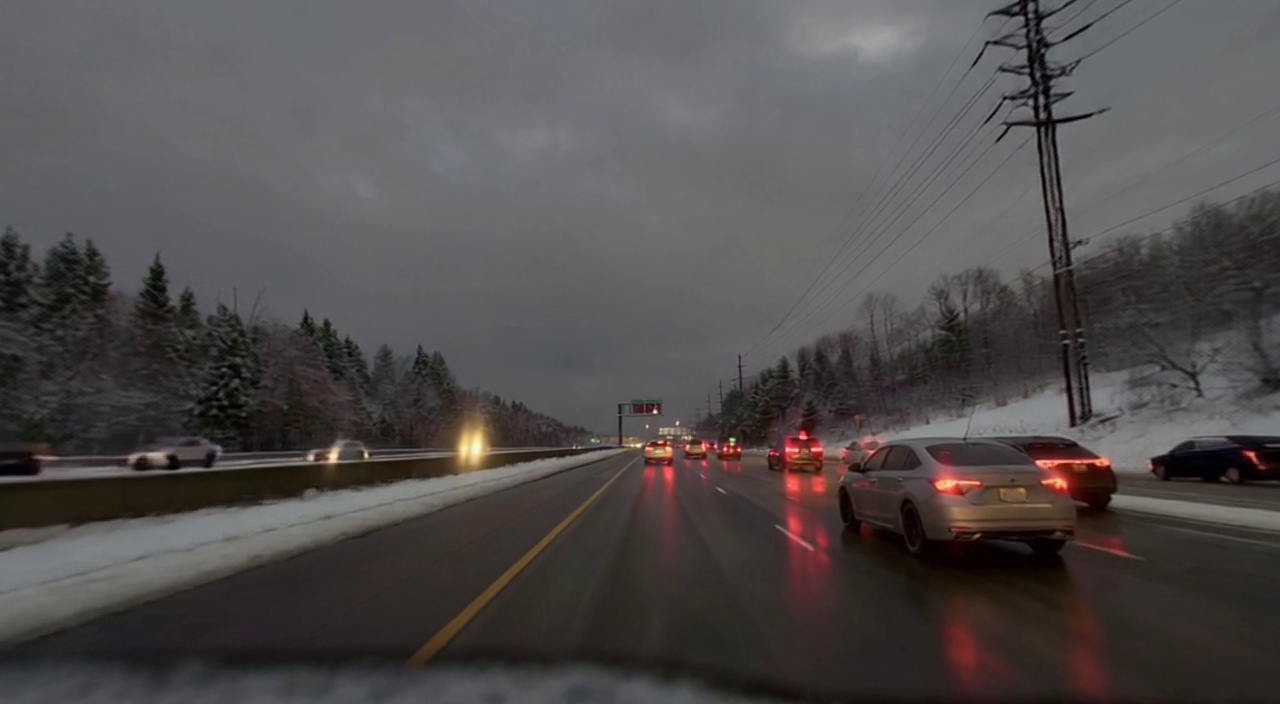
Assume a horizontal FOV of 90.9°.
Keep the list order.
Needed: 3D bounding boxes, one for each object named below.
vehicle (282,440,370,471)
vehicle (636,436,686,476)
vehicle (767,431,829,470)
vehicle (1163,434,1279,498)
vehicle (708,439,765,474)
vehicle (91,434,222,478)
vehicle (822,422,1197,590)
[{"bbox_3d":[-16.407,5.431,33.258,2.041,1.480,4.759,0,-8,2],"label":"vehicle"},{"bbox_3d":[0.896,4.529,27.680,2.042,1.581,3.769,0,-8,1],"label":"vehicle"},{"bbox_3d":[8.078,5.089,32.750,2.041,1.821,4.562,0,-8,0],"label":"vehicle"},{"bbox_3d":[15.919,2.804,15.705,1.841,1.471,4.606,0,-8,0],"label":"vehicle"},{"bbox_3d":[4.264,4.694,28.574,1.936,1.465,4.060,0,-8,0],"label":"vehicle"},{"bbox_3d":[-20.639,4.450,27.229,1.911,1.690,4.620,0,-8,1],"label":"vehicle"},{"bbox_3d":[3.919,1.690,7.855,1.986,1.478,4.429,0,-8,0],"label":"vehicle"}]
